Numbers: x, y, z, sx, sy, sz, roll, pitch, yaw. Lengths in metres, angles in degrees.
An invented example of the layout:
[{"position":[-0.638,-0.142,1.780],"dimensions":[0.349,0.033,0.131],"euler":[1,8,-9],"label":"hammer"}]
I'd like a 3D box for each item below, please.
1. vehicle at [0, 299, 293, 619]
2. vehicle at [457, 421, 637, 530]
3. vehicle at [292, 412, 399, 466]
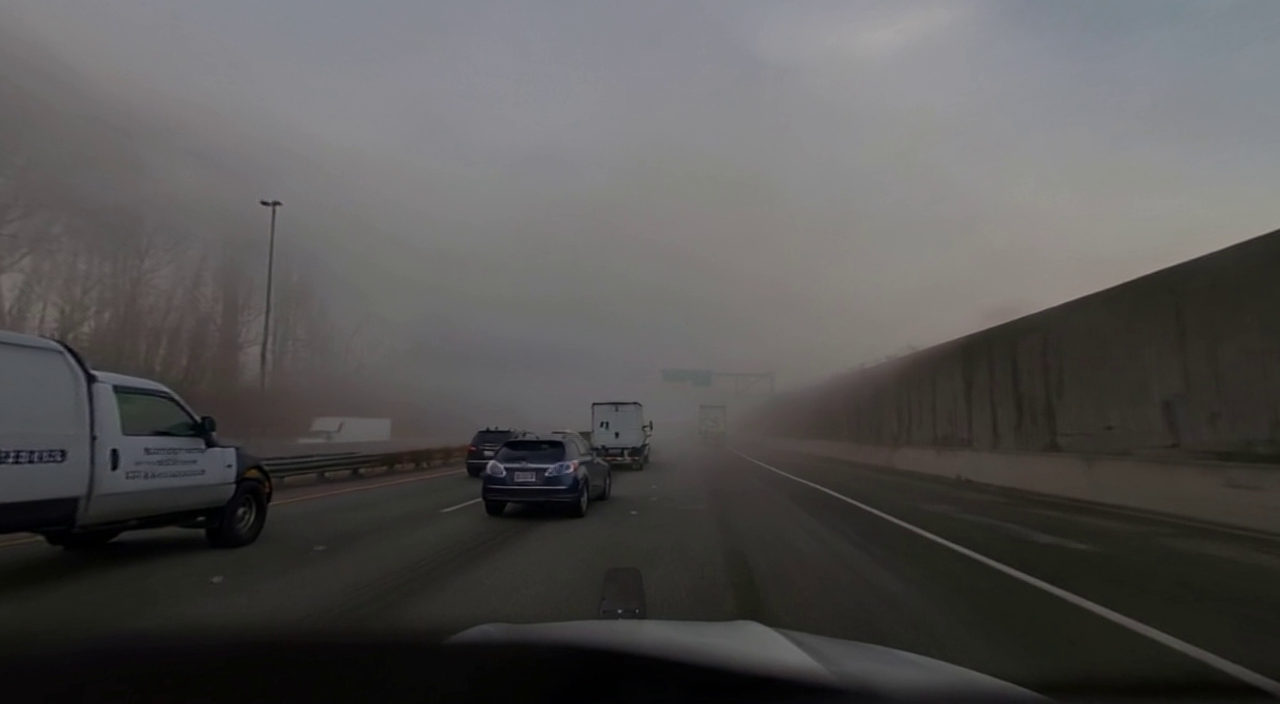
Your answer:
[{"position":[-6.072,0.921,5.565],"dimensions":[2.386,2.435,5.831],"euler":[-1,-8,3],"label":"vehicle"},{"position":[-1.303,1.990,10.825],"dimensions":[2.089,1.485,4.153],"euler":[-1,-8,6],"label":"vehicle"},{"position":[-18.653,5.593,40.469],"dimensions":[2.622,3.151,7.753],"euler":[-1,-8,4],"label":"vehicle"}]
